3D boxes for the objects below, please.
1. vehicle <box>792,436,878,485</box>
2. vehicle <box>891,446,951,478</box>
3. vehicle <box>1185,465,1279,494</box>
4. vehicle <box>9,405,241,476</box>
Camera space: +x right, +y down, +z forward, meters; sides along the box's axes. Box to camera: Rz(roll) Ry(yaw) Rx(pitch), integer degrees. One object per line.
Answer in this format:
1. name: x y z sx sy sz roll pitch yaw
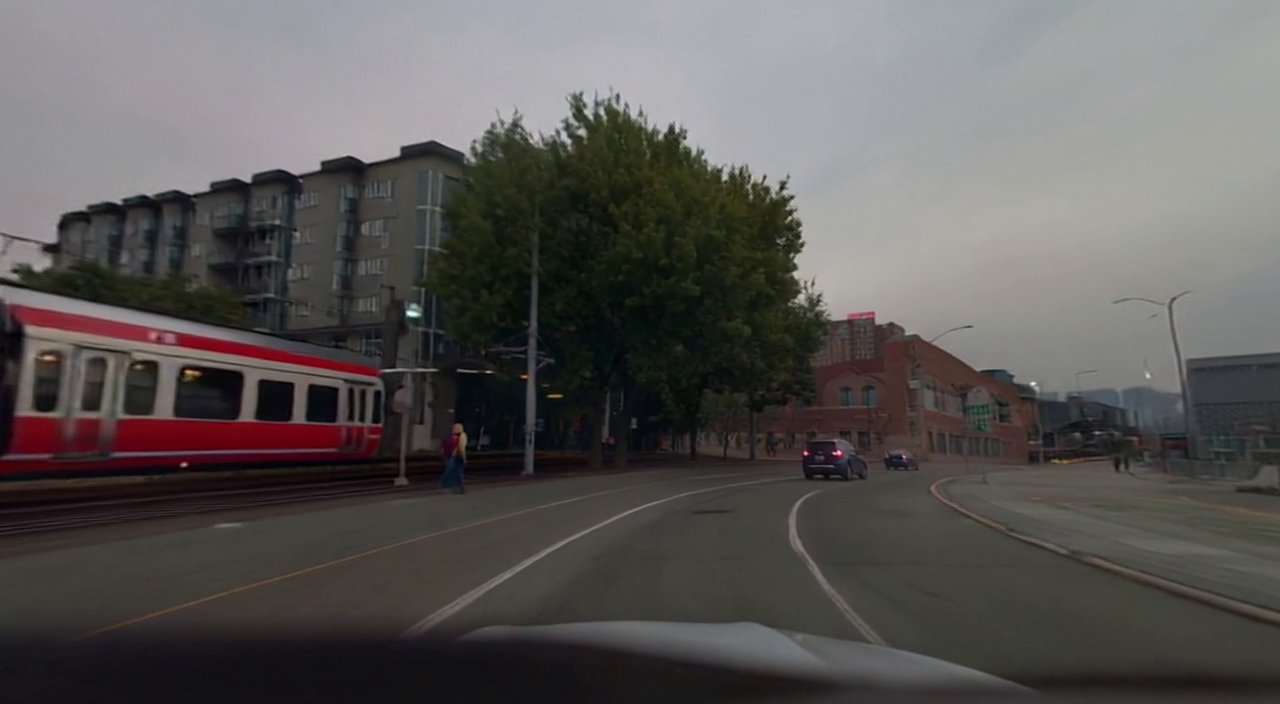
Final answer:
1. vehicle: 7.928 4.307 25.421 2.263 1.765 4.237 -5 -10 31
2. vehicle: 16.951 6.562 38.025 2.010 1.725 4.320 -7 -11 40
3. vehicle: 33.244 7.062 35.030 4.118 1.477 1.691 -1 -9 10
4. vehicle: -29.873 5.334 38.031 2.931 3.569 12.284 -1 -8 4
